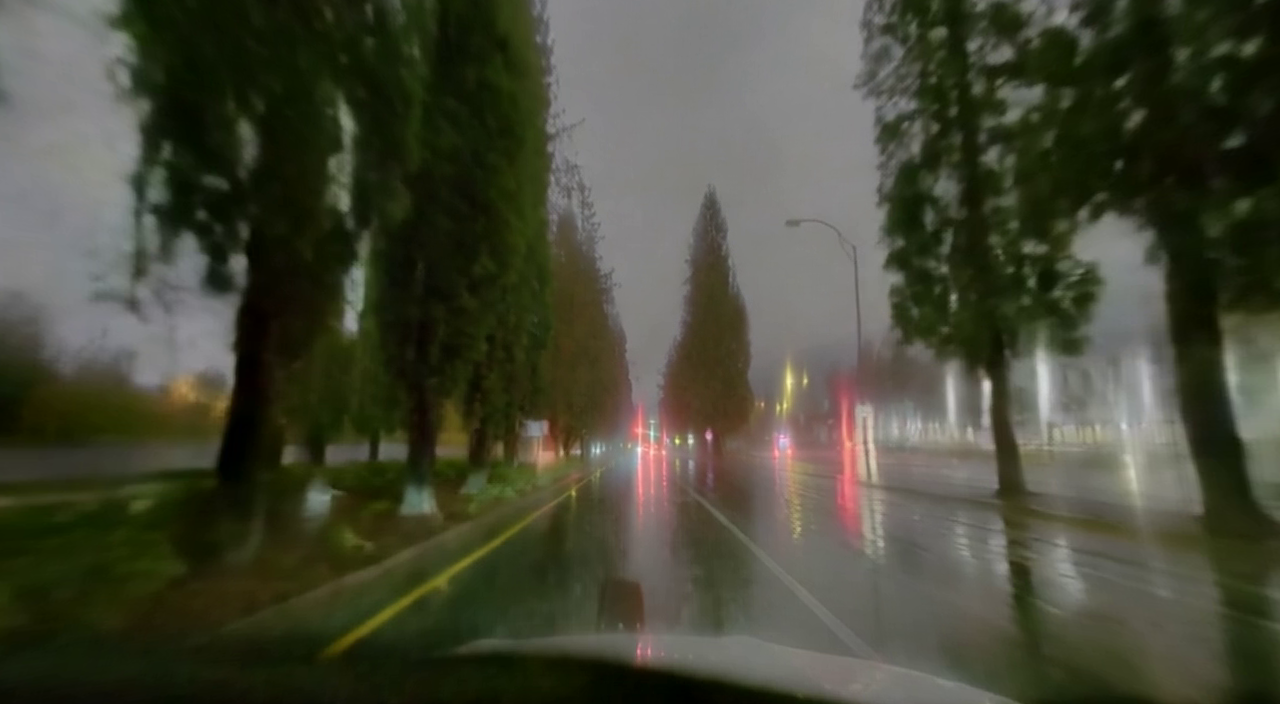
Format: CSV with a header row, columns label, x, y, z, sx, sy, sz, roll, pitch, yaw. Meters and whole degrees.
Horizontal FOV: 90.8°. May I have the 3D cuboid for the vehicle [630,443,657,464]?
label,x,y,z,sx,sy,sz,roll,pitch,yaw
vehicle,0.277,7.946,49.702,2.048,1.584,4.393,0,-8,0
